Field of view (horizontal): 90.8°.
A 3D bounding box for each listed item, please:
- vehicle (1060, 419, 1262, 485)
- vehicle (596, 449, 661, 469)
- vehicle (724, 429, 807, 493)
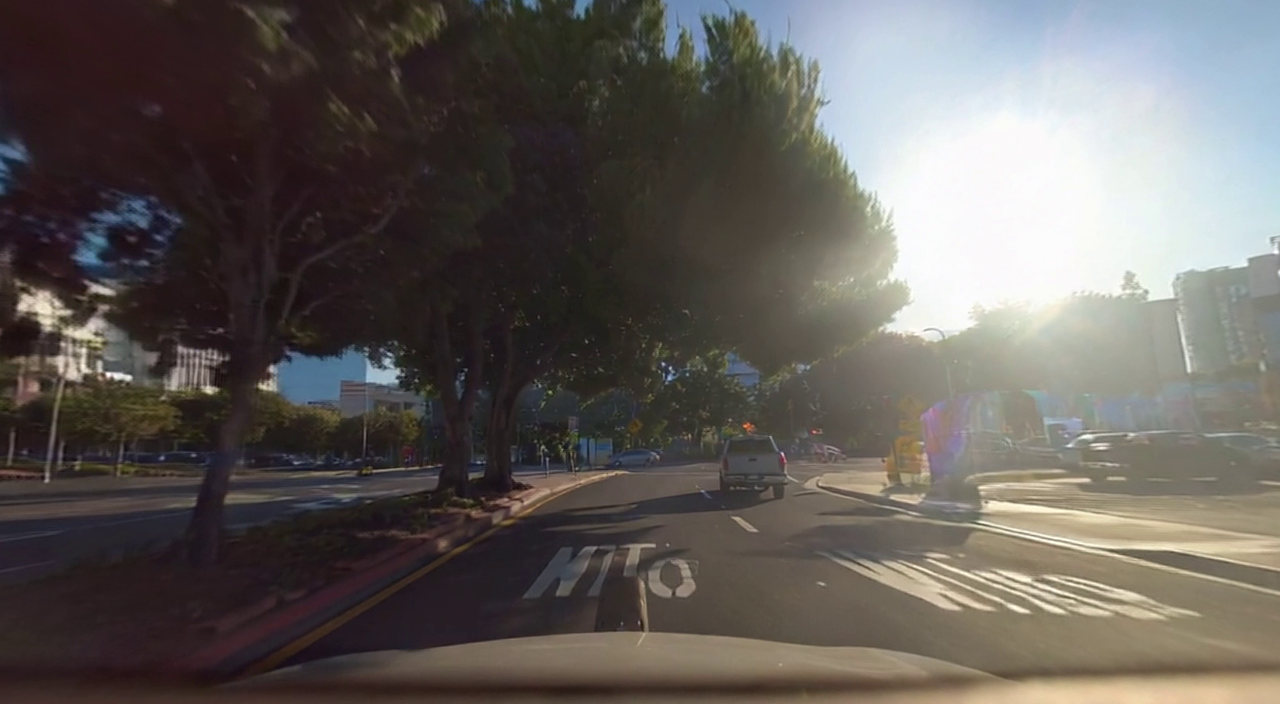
[{"bbox_3d":[17.680,3.397,21.723,4.765,1.678,2.228,-5,-4,7],"label":"vehicle"},{"bbox_3d":[-0.878,8.165,48.410,4.633,1.467,1.842,-4,-9,23],"label":"vehicle"},{"bbox_3d":[4.205,3.741,22.093,2.402,1.922,5.677,-1,-9,7],"label":"vehicle"}]
